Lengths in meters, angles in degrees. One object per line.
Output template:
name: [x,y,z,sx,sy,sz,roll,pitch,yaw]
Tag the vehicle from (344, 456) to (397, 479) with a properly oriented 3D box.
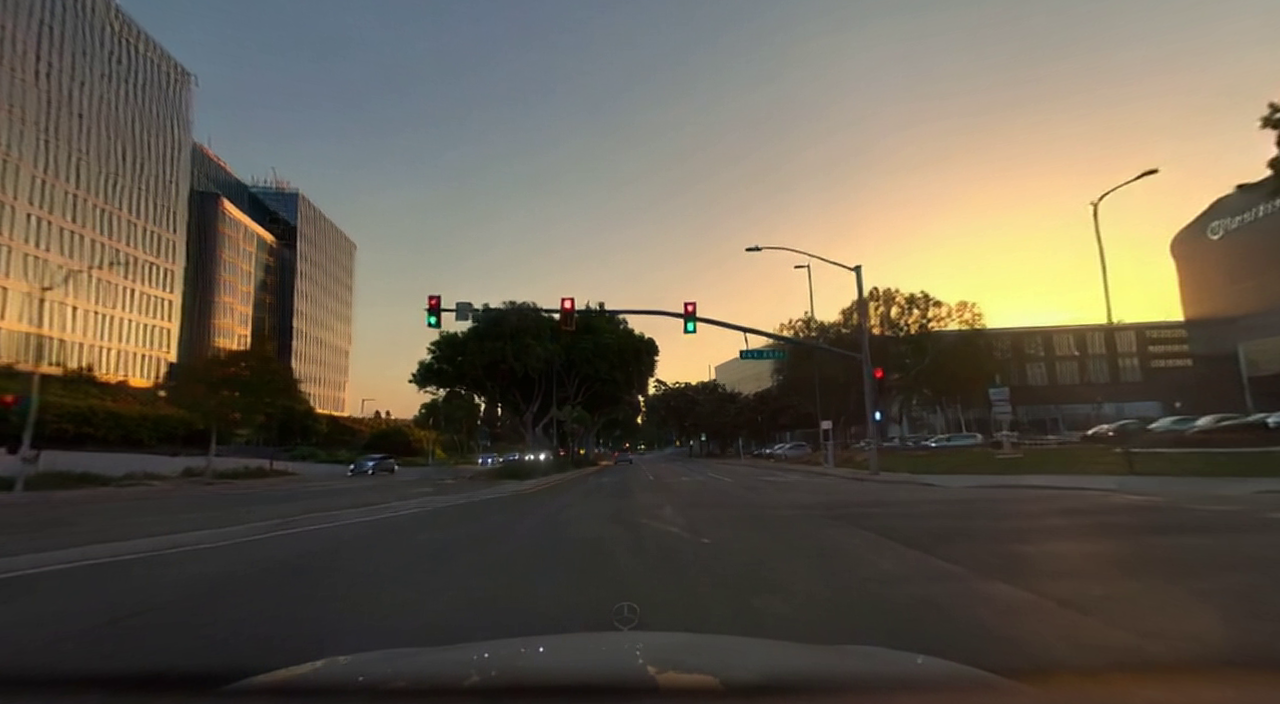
vehicle: [-19.373,8.292,45.590,1.851,1.502,4.398,0,-8,0]
